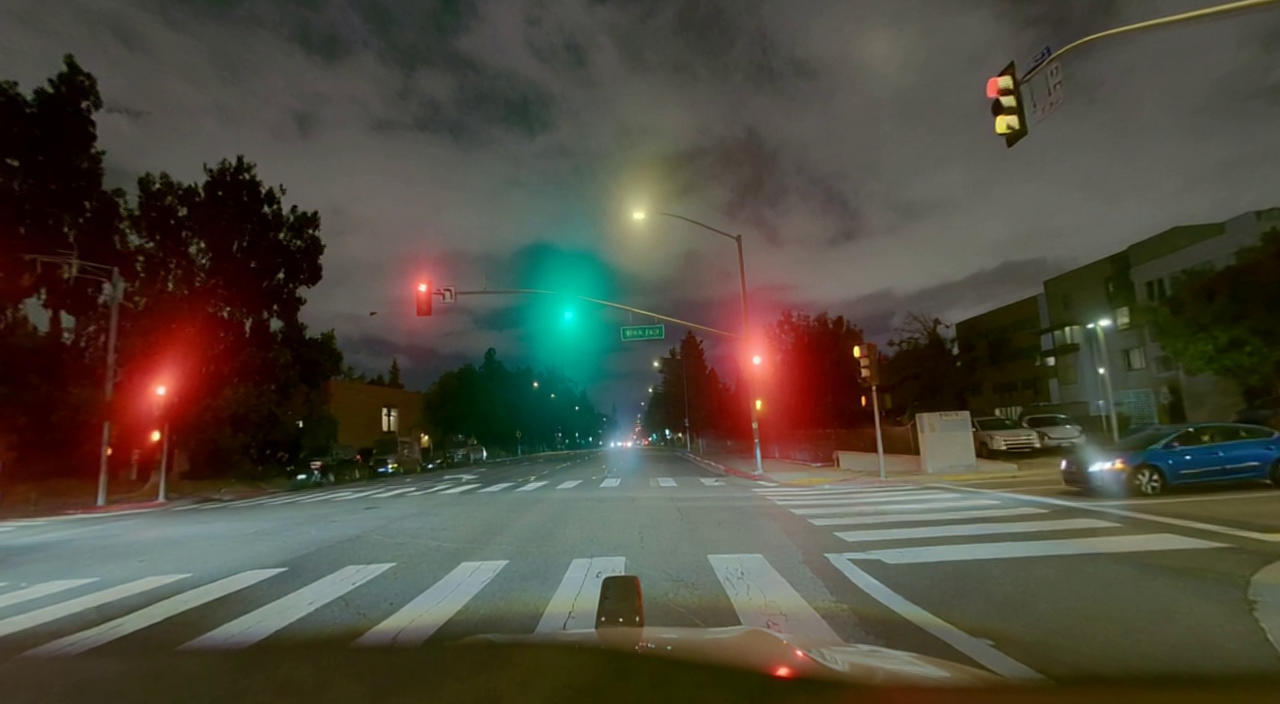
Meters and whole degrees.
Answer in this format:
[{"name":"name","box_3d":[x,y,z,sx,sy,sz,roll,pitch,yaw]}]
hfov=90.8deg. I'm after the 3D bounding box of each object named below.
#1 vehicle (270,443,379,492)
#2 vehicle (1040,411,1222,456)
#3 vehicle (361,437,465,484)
[{"name":"vehicle","box_3d":[-13.783,5.066,28.060,2.306,1.957,4.968,0,-9,-1]},{"name":"vehicle","box_3d":[16.942,2.902,22.117,4.560,1.453,1.851,-3,-9,18]},{"name":"vehicle","box_3d":[-10.162,4.925,28.983,2.664,1.940,5.702,0,-9,0]}]
